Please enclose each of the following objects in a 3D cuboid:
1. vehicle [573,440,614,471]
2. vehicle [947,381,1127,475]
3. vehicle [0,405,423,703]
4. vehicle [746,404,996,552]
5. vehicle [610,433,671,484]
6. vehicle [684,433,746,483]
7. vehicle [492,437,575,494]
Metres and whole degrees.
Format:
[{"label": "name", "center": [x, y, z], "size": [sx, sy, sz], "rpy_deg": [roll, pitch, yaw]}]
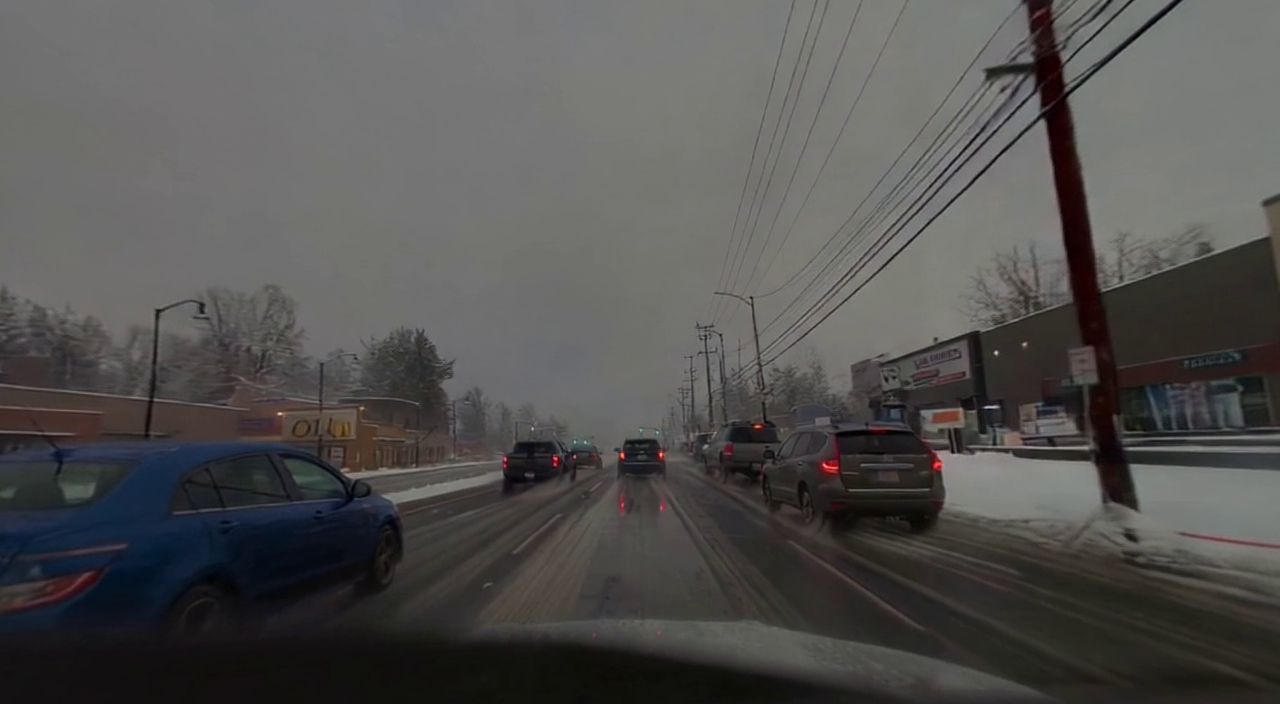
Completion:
[{"label": "vehicle", "center": [-3.088, 7.076, 43.458], "size": [2.405, 2.009, 5.909], "rpy_deg": [0, -8, 0]}, {"label": "vehicle", "center": [12.570, 2.551, 20.651], "size": [2.477, 2.665, 5.203], "rpy_deg": [0, -8, 1]}, {"label": "vehicle", "center": [-3.230, 1.233, 4.138], "size": [2.022, 1.498, 4.471], "rpy_deg": [0, -8, 0]}, {"label": "vehicle", "center": [3.407, 1.996, 10.708], "size": [2.282, 1.897, 4.915], "rpy_deg": [0, -8, -1]}, {"label": "vehicle", "center": [-0.013, 4.357, 26.170], "size": [2.326, 1.925, 4.253], "rpy_deg": [0, -8, -1]}, {"label": "vehicle", "center": [3.082, 4.445, 26.752], "size": [2.026, 1.904, 4.102], "rpy_deg": [0, -8, -1]}, {"label": "vehicle", "center": [-3.358, 3.654, 20.700], "size": [2.051, 1.671, 3.861], "rpy_deg": [0, -8, 0]}]
